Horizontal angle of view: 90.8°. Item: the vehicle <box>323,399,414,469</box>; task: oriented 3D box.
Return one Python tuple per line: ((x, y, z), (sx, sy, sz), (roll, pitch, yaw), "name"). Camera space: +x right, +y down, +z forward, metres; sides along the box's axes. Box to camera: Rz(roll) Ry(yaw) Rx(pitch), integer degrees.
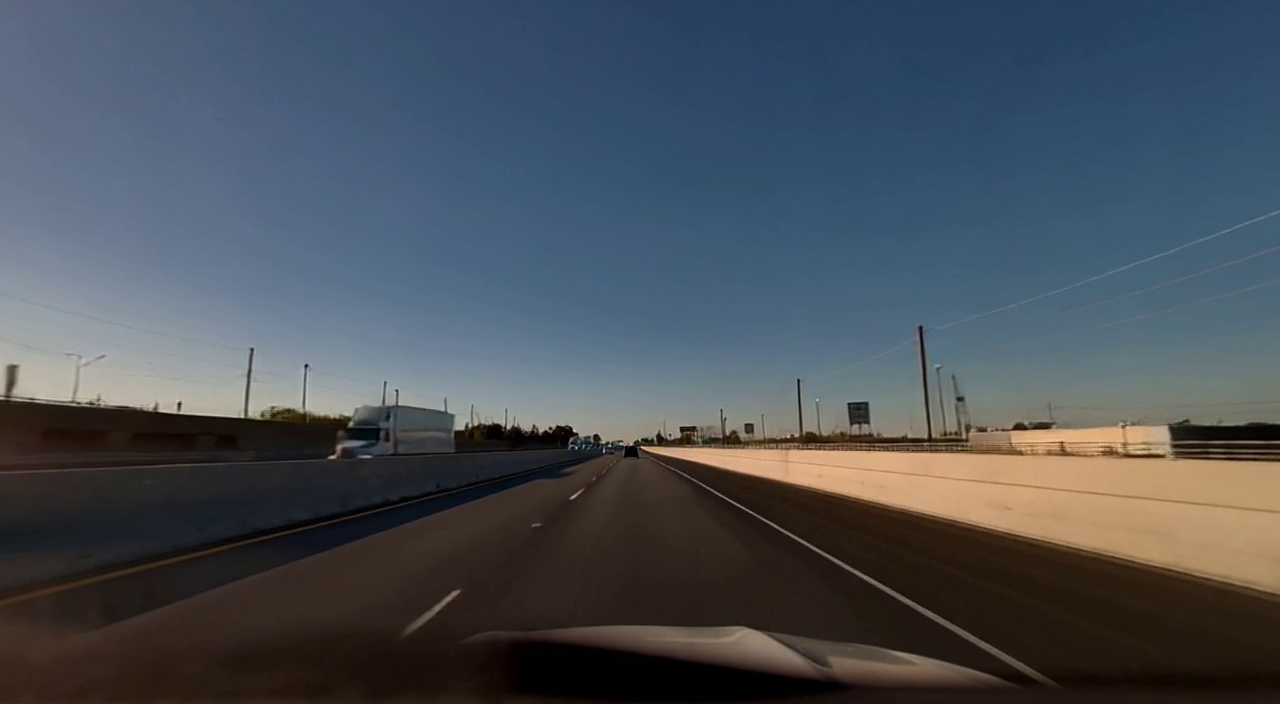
((-16.517, 5.130, 38.886), (3.025, 3.932, 5.813), (0, -9, -1), "vehicle")
